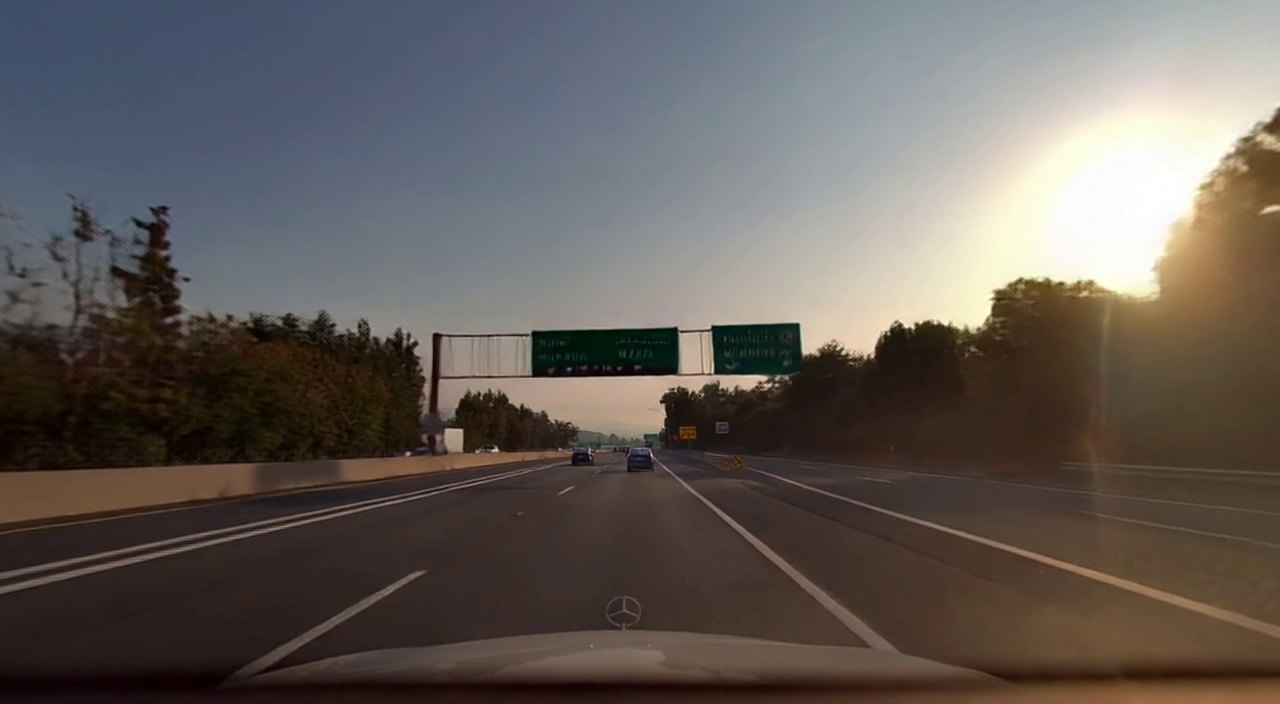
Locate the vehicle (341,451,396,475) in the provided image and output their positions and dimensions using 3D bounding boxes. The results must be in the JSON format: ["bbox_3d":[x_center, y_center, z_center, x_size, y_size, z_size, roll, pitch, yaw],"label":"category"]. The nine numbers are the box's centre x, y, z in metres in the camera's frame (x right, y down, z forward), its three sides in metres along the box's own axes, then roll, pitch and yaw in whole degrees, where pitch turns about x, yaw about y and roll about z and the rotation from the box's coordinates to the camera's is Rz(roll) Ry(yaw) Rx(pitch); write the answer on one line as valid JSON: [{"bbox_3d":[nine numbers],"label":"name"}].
[{"bbox_3d":[-17.621,7.180,41.096,1.803,1.464,3.889,0,-9,1],"label":"vehicle"}]

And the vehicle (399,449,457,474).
[{"bbox_3d":[-12.992,6.725,38.886,1.942,1.438,4.458,0,-9,2],"label":"vehicle"}]

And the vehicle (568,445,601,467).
[{"bbox_3d":[-3.853,7.273,44.211,1.877,1.504,3.799,0,-9,1],"label":"vehicle"}]

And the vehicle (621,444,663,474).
[{"bbox_3d":[0.065,5.492,32.425,2.002,1.449,3.612,0,-9,-1],"label":"vehicle"}]
